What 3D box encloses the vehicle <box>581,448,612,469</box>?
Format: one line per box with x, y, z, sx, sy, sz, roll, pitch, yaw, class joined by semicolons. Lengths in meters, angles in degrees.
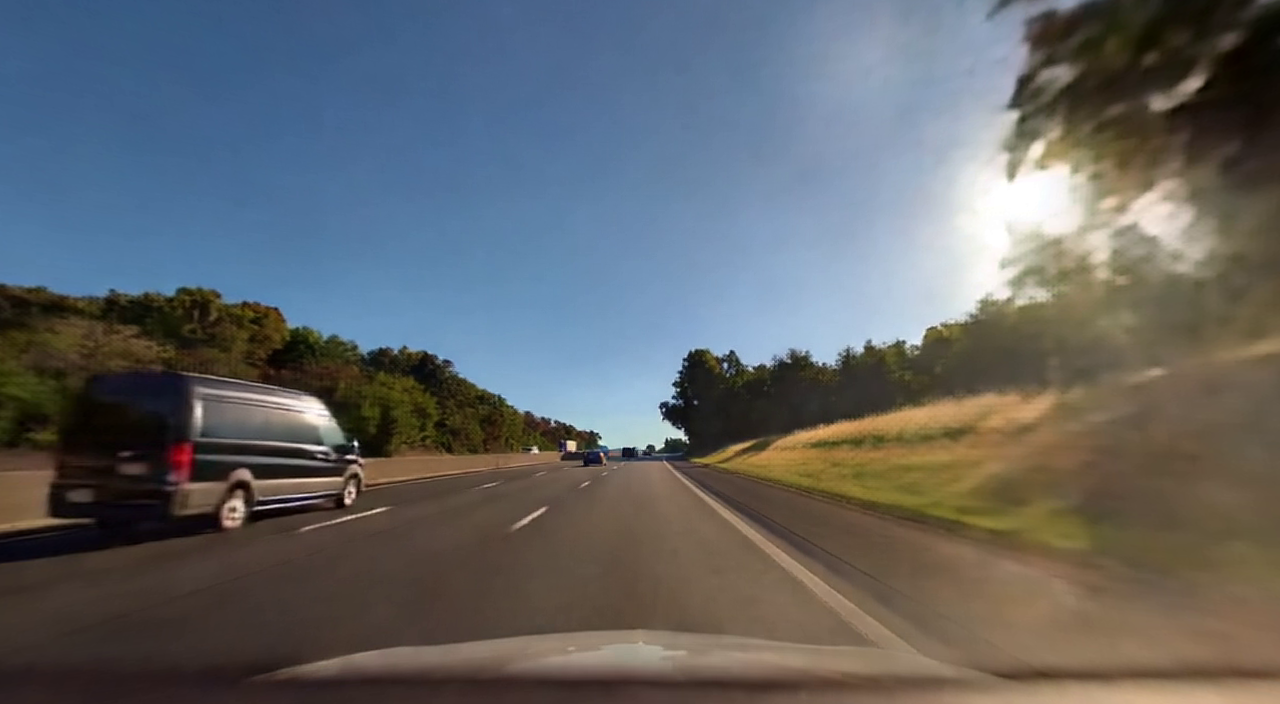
-3.012;7.545;44.860;1.858;1.459;4.091;0;-9;1;vehicle

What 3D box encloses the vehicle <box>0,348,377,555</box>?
-7.029;1.648;10.639;2.449;2.471;6.130;0;-9;0;vehicle
